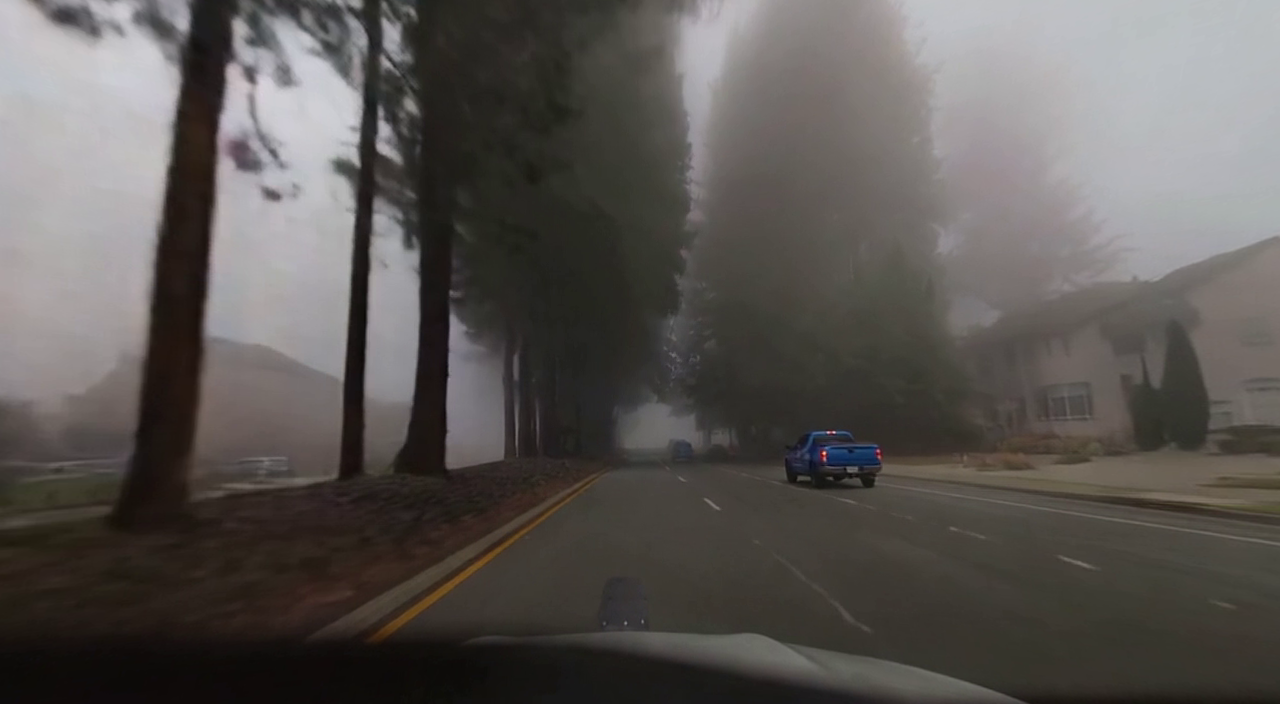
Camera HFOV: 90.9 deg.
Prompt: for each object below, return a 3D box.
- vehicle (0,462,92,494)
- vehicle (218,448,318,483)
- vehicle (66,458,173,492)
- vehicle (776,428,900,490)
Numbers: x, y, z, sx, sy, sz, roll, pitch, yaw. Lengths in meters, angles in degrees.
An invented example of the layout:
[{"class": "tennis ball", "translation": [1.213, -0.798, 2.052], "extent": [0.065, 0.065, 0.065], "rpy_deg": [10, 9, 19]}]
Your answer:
[{"class": "vehicle", "translation": [-36.429, 7.698, 38.538], "extent": [4.128, 1.570, 1.995], "rpy_deg": [-4, -8, 5]}, {"class": "vehicle", "translation": [-23.556, 7.137, 39.920], "extent": [5.541, 2.074, 2.416], "rpy_deg": [-4, -9, 22]}, {"class": "vehicle", "translation": [-30.847, 7.221, 37.349], "extent": [5.297, 1.831, 2.122], "rpy_deg": [-3, -9, 16]}, {"class": "vehicle", "translation": [6.326, 3.509, 21.039], "extent": [2.262, 1.769, 5.666], "rpy_deg": [0, -8, -1]}]
